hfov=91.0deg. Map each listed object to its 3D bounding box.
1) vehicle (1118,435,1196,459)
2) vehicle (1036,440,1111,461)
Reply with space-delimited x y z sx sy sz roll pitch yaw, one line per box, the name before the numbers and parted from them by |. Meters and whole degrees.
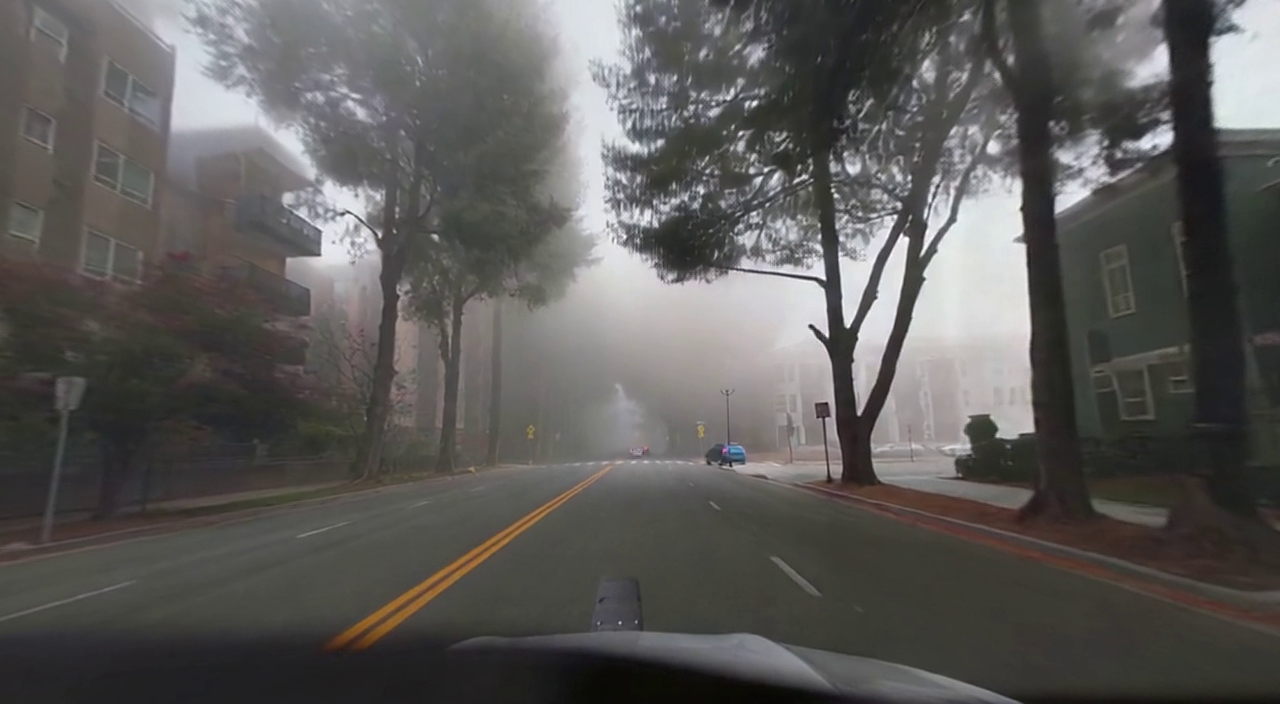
vehicle | 39.440 7.250 48.088 4.244 1.673 1.871 -1 -9 -1
vehicle | 33.255 7.577 48.332 4.305 1.464 1.875 -1 -9 2
